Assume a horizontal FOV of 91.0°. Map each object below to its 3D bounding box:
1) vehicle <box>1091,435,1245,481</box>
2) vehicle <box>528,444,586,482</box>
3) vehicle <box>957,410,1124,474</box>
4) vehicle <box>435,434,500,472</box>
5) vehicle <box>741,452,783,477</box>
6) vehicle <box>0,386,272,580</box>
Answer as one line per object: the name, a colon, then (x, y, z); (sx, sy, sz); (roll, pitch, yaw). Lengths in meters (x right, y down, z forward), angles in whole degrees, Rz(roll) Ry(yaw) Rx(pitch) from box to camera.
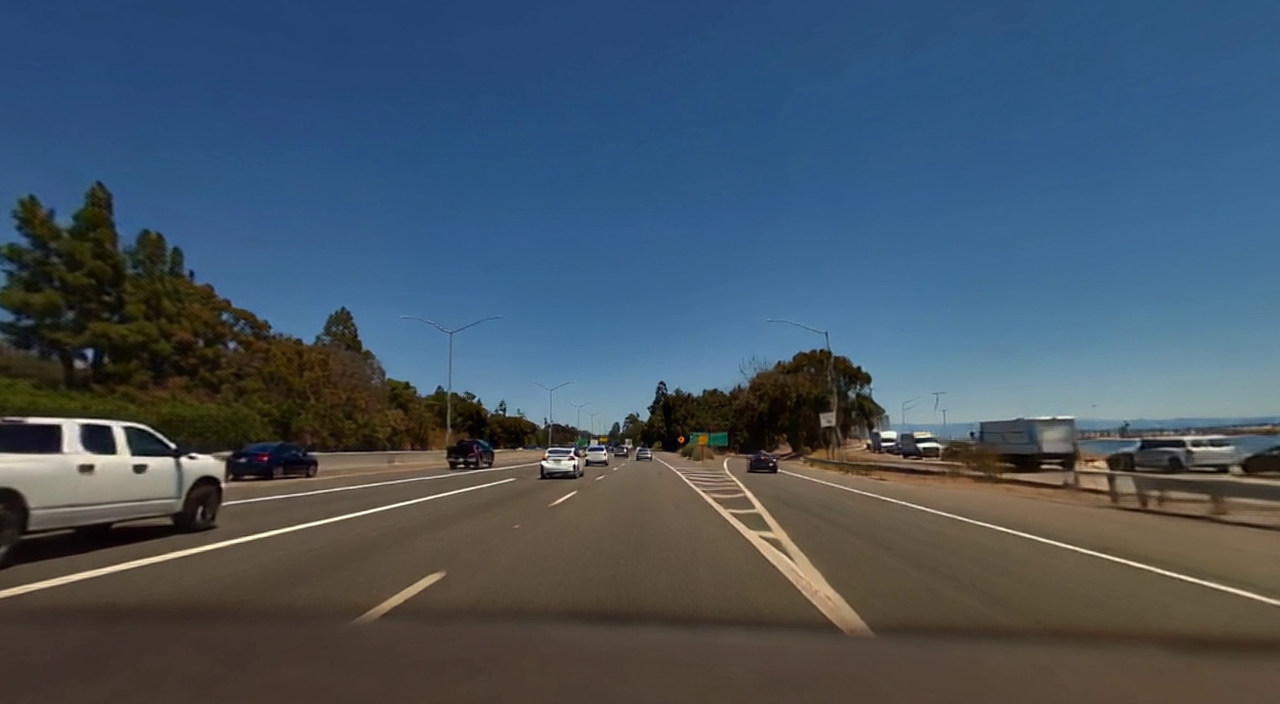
vehicle: (21.800, 4.367, 26.386); (2.097, 1.692, 5.148); (-1, -8, 2)
vehicle: (-4.032, 5.453, 31.323); (2.132, 1.708, 4.571); (0, -9, 2)
vehicle: (25.640, 5.967, 41.512); (4.211, 3.637, 11.169); (0, -9, 3)
vehicle: (-10.858, 6.412, 40.122); (2.442, 2.191, 5.760); (0, -9, 1)
vehicle: (7.945, 7.338, 41.344); (2.153, 1.510, 4.646); (0, -9, 4)
vehicle: (-7.347, 1.493, 7.601); (2.250, 1.870, 5.647); (0, -9, 2)
